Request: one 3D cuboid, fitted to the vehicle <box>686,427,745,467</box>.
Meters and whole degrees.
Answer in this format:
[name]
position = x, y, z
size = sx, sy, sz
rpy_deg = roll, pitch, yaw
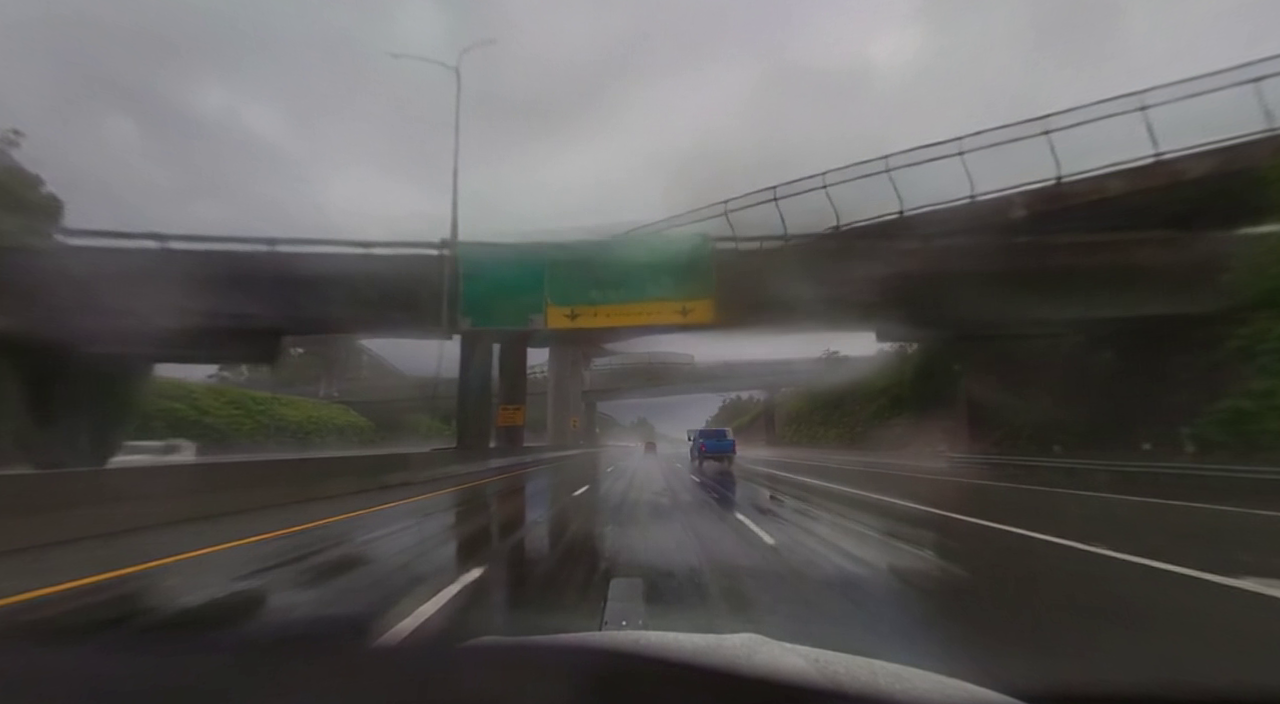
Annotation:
[vehicle]
position = 4.076, 5.292, 35.158
size = 2.505, 2.020, 5.532
rpy_deg = 0, -8, 0
